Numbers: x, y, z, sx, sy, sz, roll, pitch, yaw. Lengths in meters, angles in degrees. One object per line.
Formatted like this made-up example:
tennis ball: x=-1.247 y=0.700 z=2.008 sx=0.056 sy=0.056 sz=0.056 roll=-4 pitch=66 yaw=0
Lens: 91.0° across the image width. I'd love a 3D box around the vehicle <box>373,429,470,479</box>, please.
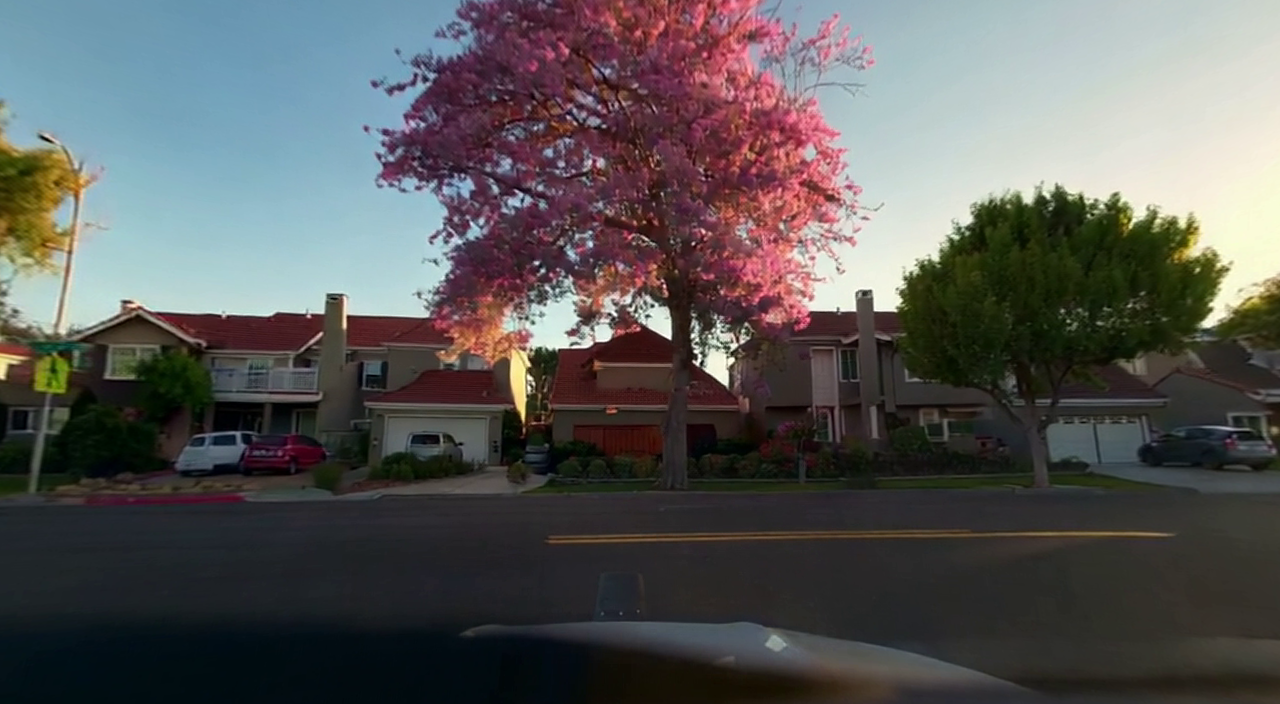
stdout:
vehicle: x=-7.205 y=3.421 z=21.292 sx=1.968 sy=1.491 sz=4.486 roll=1 pitch=-8 yaw=-4
